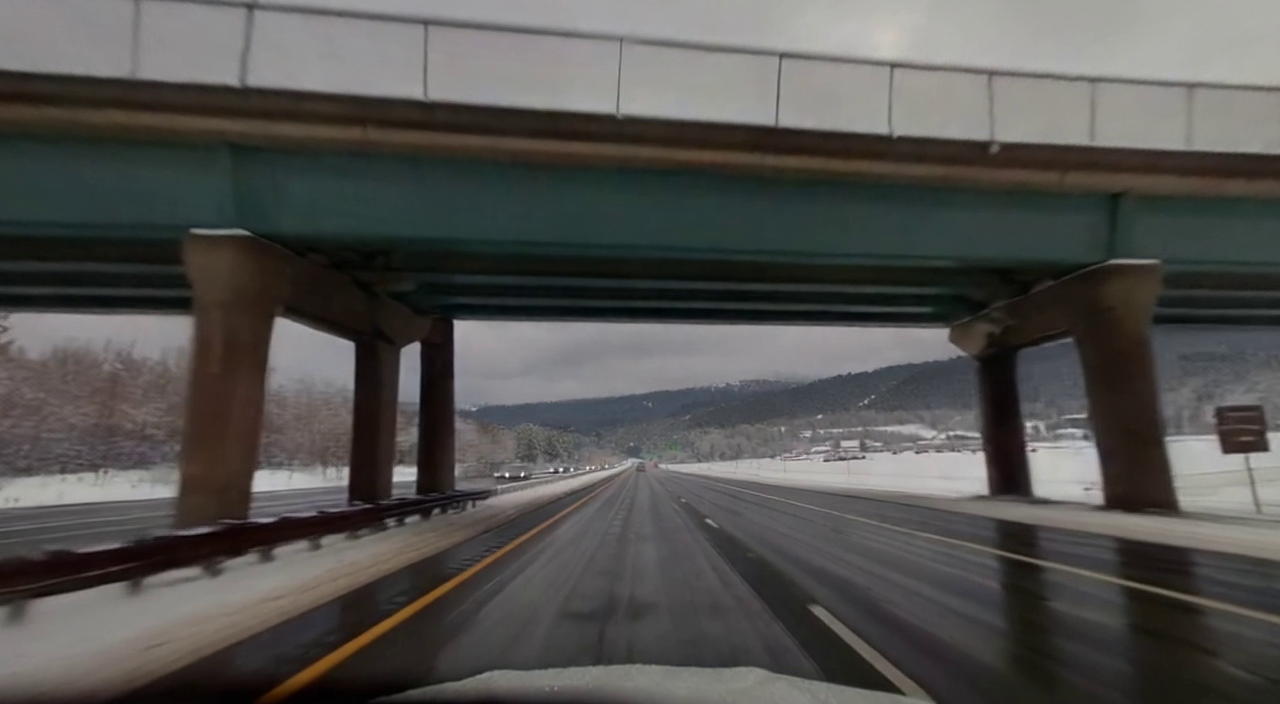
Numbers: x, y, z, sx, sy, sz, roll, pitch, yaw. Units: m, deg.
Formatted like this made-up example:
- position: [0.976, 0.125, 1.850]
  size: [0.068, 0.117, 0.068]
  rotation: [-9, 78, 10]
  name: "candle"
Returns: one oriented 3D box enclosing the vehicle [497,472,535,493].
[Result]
- position: [-8.697, 9.165, 44.427]
  size: [1.755, 1.379, 3.676]
  rotation: [0, -10, 2]
  name: "vehicle"
